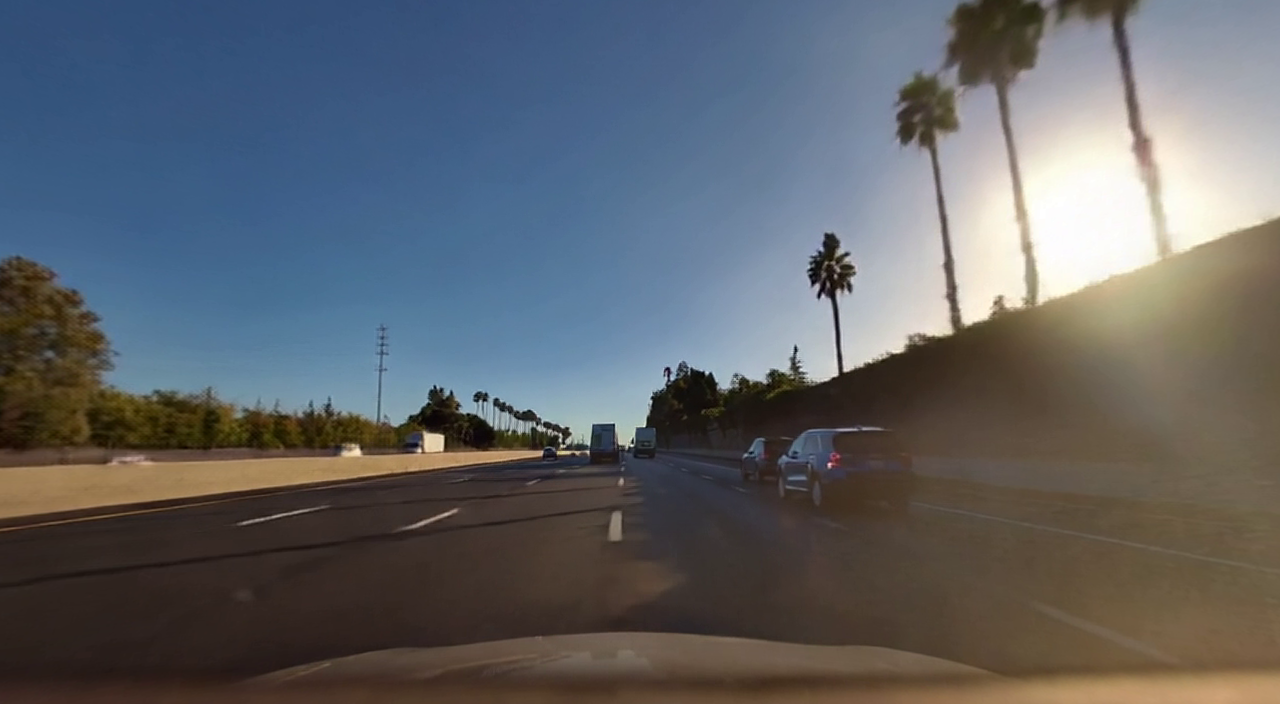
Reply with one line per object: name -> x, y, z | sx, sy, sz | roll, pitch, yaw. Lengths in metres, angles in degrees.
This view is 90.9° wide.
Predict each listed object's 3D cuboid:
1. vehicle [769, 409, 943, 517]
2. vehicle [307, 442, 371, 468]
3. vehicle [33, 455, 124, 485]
vehicle -> 5.024, 2.683, 15.708 | 2.408, 2.210, 4.999 | 0, -8, -2
vehicle -> -20.377, 7.003, 42.933 | 2.080, 1.639, 4.832 | 0, -8, -1
vehicle -> -27.370, 5.731, 30.869 | 1.447, 1.315, 3.272 | 0, -8, -1
